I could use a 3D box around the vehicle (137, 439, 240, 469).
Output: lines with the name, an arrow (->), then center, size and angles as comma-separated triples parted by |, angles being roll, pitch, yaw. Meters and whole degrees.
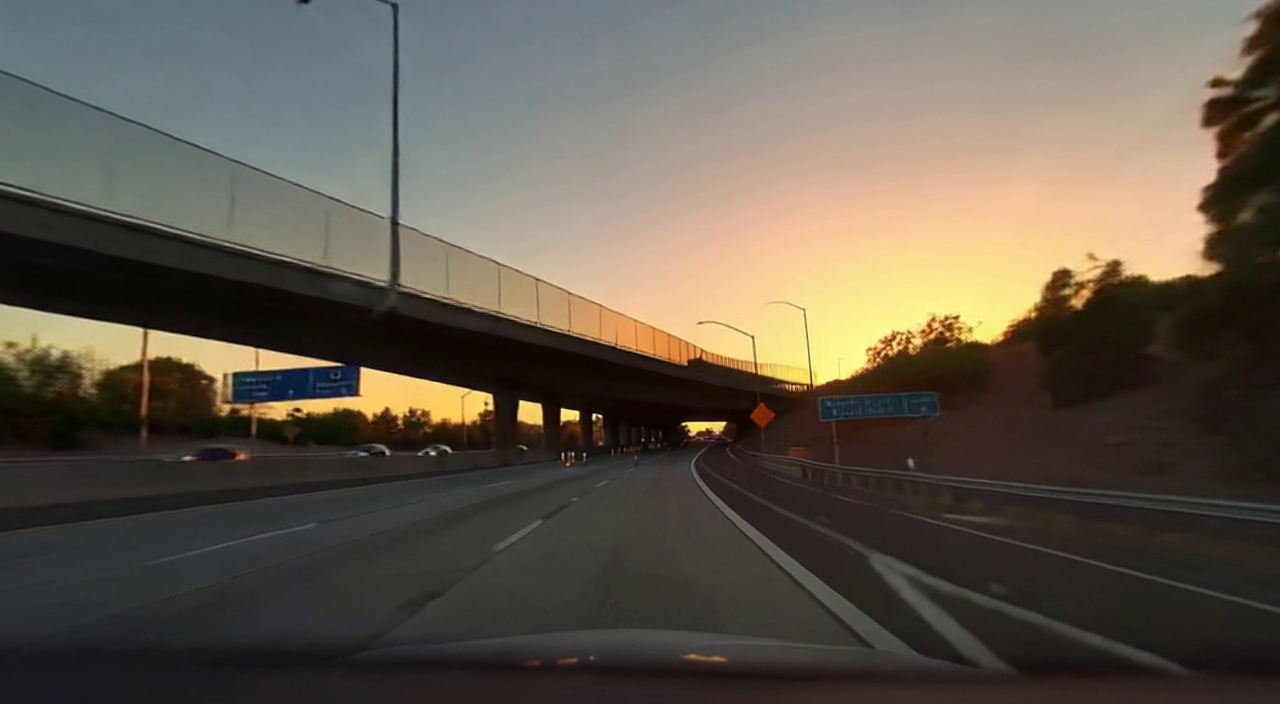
vehicle -> -25.876, 5.892, 36.371 | 2.103, 1.585, 4.950 | 0, -9, 3
